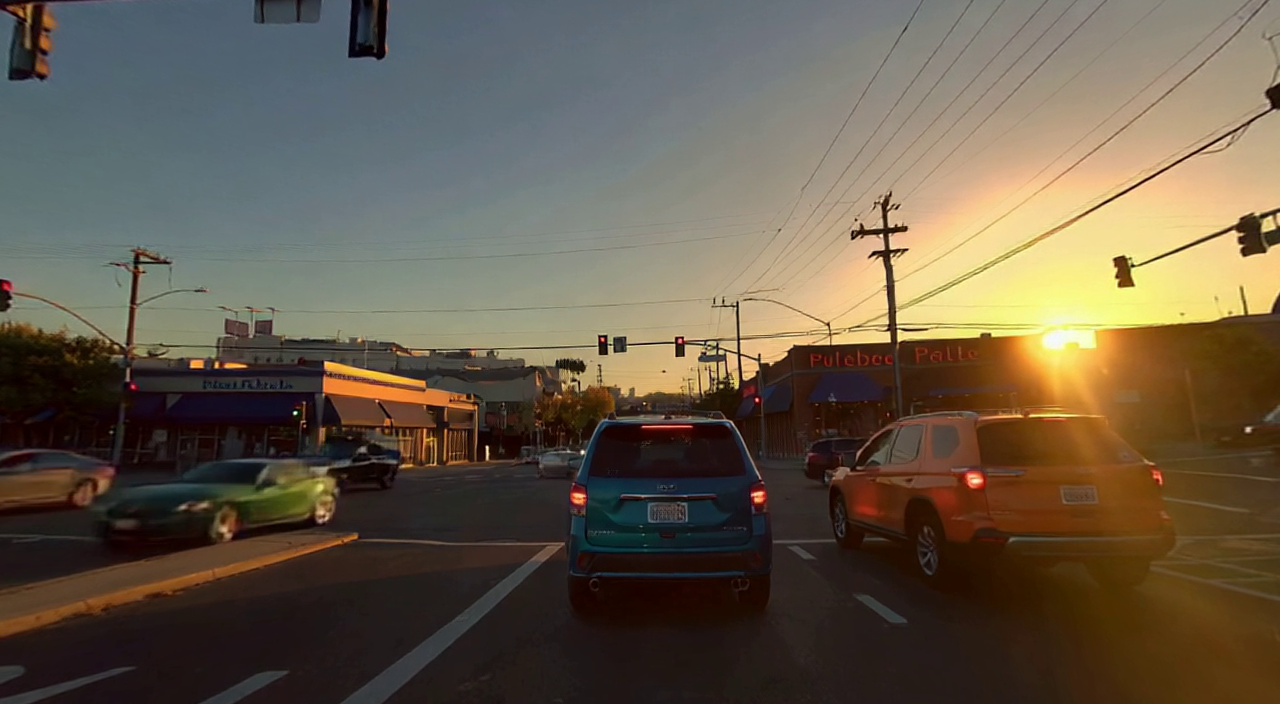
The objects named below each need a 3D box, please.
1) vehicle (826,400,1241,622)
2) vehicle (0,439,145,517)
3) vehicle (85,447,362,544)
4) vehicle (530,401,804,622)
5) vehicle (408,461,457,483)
[{"bbox_3d":[3.613,1.519,6.964,1.976,1.664,4.189,-1,-8,2],"label":"vehicle"},{"bbox_3d":[-14.719,2.921,14.936,1.943,1.680,4.709,-1,-8,3],"label":"vehicle"},{"bbox_3d":[-7.600,2.614,12.284,2.017,1.468,4.663,-1,-8,3],"label":"vehicle"},{"bbox_3d":[0.259,1.507,6.830,2.098,1.682,3.778,0,-8,2],"label":"vehicle"},{"bbox_3d":[-15.490,8.964,47.271,1.875,1.475,4.449,-1,-8,5],"label":"vehicle"}]
